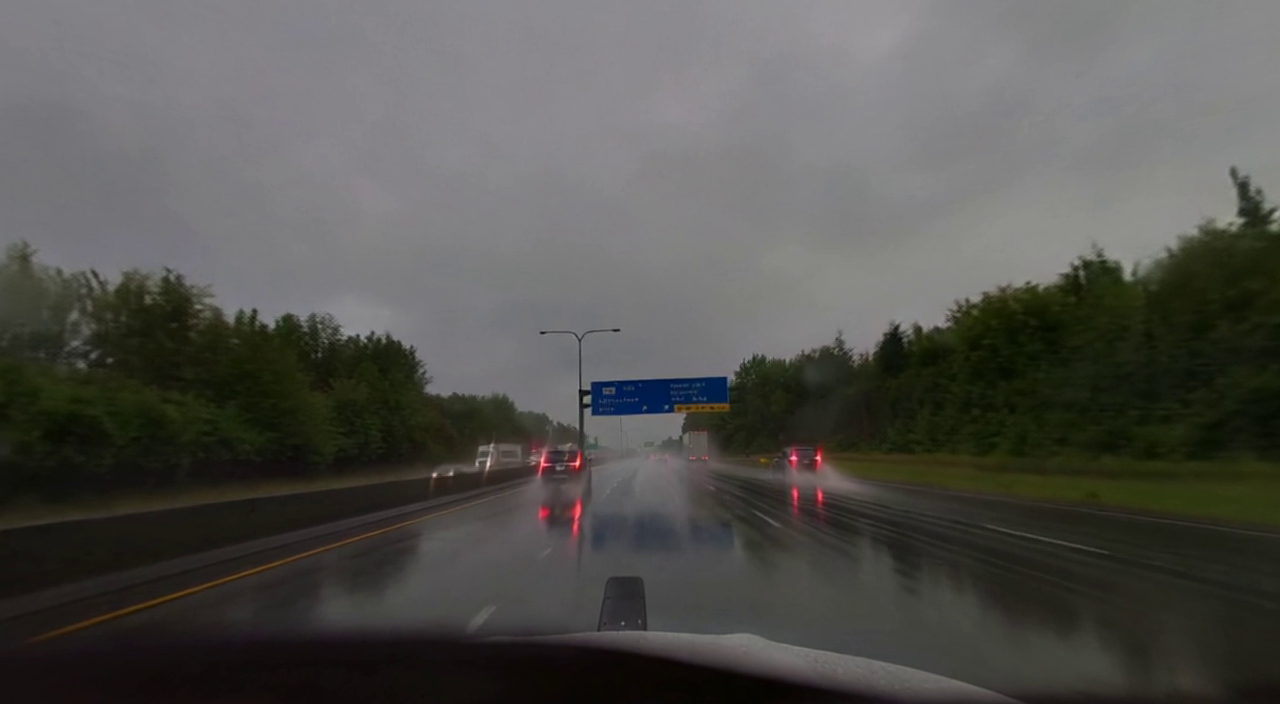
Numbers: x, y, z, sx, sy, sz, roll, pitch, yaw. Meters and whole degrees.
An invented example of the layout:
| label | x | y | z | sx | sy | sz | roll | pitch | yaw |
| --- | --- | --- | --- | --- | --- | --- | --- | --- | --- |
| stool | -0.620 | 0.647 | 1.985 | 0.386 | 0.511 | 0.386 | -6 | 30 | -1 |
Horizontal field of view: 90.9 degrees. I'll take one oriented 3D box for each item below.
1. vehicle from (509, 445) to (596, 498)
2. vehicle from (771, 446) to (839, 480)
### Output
| label | x | y | z | sx | sy | sz | roll | pitch | yaw |
| --- | --- | --- | --- | --- | --- | --- | --- | --- | --- |
| vehicle | -2.776 | 3.910 | 21.075 | 2.191 | 1.563 | 4.318 | 0 | -9 | 1 |
| vehicle | 7.771 | 5.270 | 30.101 | 1.943 | 1.493 | 4.507 | 0 | -9 | -1 |
